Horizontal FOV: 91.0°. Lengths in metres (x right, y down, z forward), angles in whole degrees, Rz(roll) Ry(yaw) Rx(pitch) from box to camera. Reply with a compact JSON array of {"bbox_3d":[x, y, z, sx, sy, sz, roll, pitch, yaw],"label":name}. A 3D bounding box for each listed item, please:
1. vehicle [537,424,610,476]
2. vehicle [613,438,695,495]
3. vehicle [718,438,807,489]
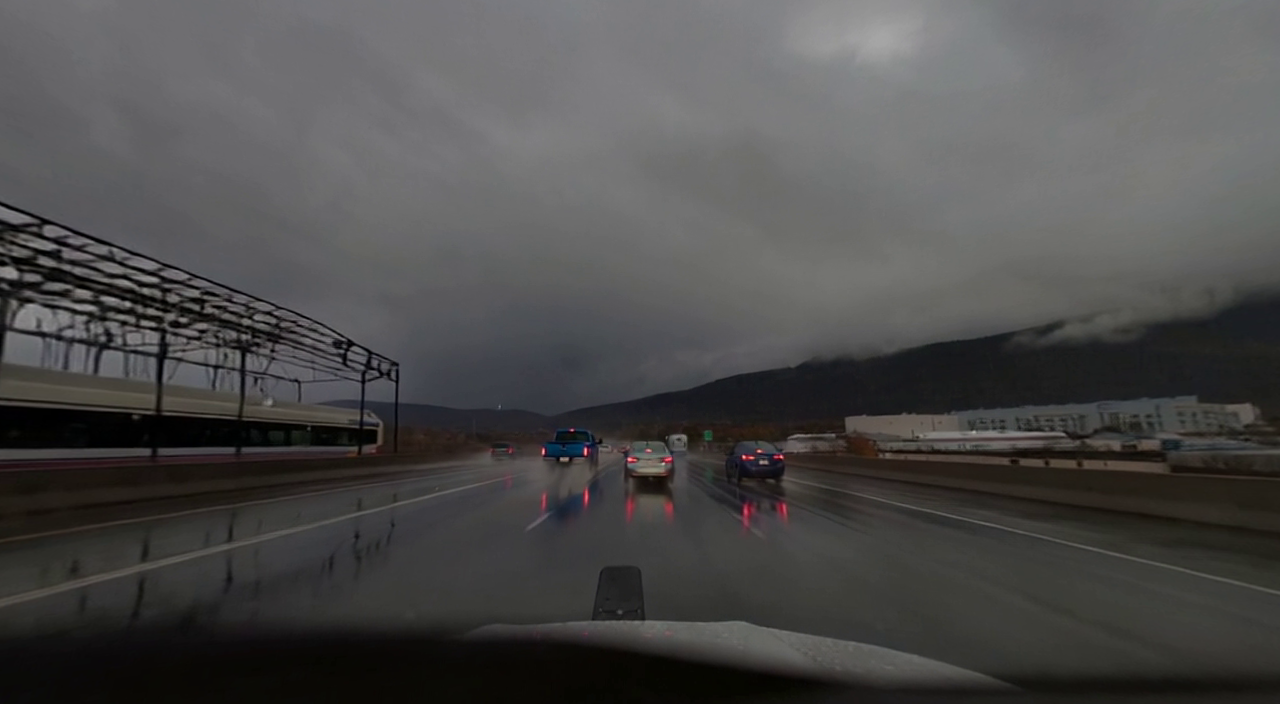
[{"bbox_3d":[-3.038,4.745,30.764,2.733,2.230,6.820,0,-8,1],"label":"vehicle"},{"bbox_3d":[0.353,3.356,18.875,2.171,1.493,4.081,0,-8,-1],"label":"vehicle"},{"bbox_3d":[3.996,3.724,21.392,2.023,1.510,4.773,0,-8,-1],"label":"vehicle"}]
